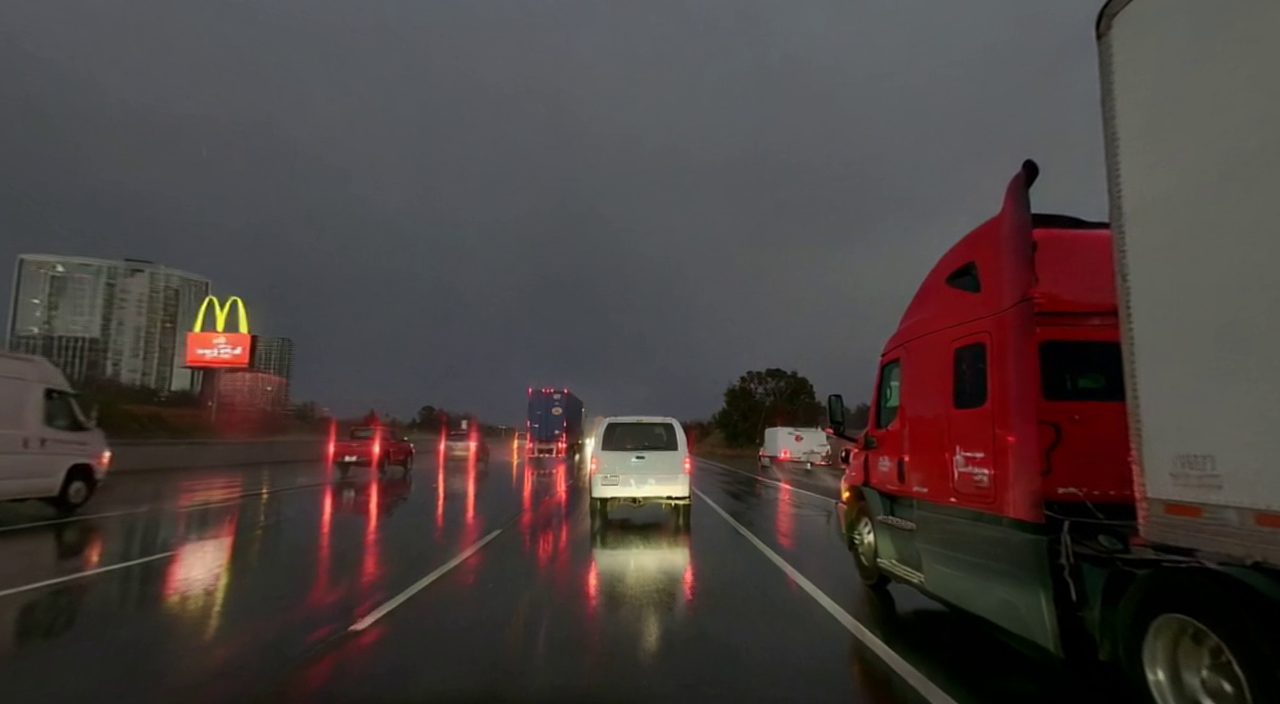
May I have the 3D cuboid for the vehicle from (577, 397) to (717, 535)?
[{"bbox_3d":[0.036,1.886,10.858,1.947,1.910,4.040,0,-9,-2],"label":"vehicle"}]

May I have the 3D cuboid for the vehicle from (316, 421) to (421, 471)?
[{"bbox_3d":[-12.038,4.260,28.575,2.240,1.995,5.854,0,-9,-1],"label":"vehicle"}]

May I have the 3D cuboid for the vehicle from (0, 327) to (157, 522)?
[{"bbox_3d":[-11.331,1.024,9.163,2.375,3.041,7.638,0,-8,1],"label":"vehicle"}]

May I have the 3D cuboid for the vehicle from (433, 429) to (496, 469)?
[{"bbox_3d":[-8.097,4.542,29.525,1.854,1.740,4.151,0,-9,-1],"label":"vehicle"}]

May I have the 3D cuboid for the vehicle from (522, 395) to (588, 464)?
[{"bbox_3d":[-4.644,4.561,36.252,2.814,3.513,8.529,0,-9,-1],"label":"vehicle"}]

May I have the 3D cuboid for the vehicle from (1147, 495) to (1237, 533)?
[{"bbox_3d":[32.481,9.499,37.211,1.588,1.418,3.744,8,-6,-14],"label":"vehicle"}]
